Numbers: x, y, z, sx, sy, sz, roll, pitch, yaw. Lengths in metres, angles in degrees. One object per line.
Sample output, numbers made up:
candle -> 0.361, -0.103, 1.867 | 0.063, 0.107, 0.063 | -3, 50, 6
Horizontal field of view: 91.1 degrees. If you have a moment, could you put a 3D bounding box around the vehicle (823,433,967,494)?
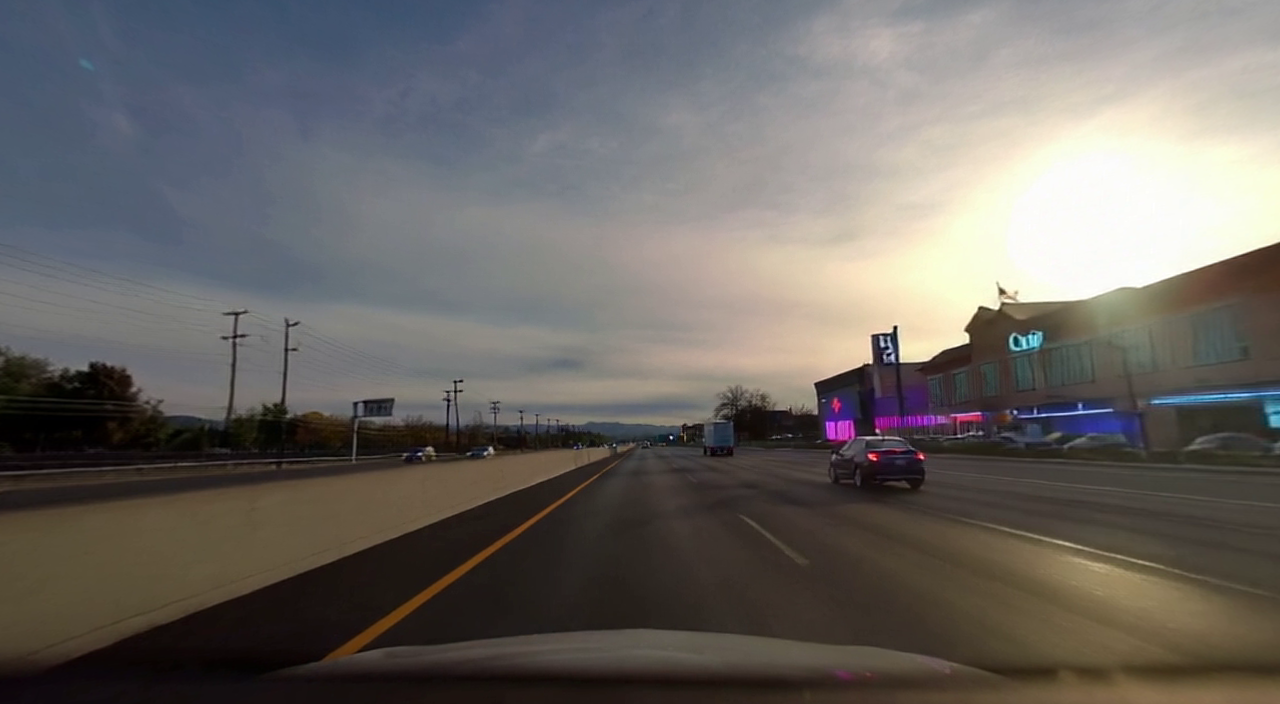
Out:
vehicle -> 7.226, 3.215, 18.521 | 2.079, 1.518, 5.032 | 0, -8, -1

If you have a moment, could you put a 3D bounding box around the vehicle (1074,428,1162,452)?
vehicle -> 36.480, 6.723, 47.968 | 5.072, 1.505, 1.870 | -3, -7, 1

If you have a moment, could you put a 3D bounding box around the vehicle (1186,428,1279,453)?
vehicle -> 36.385, 5.411, 38.325 | 4.289, 1.420, 1.873 | 0, -8, 0
